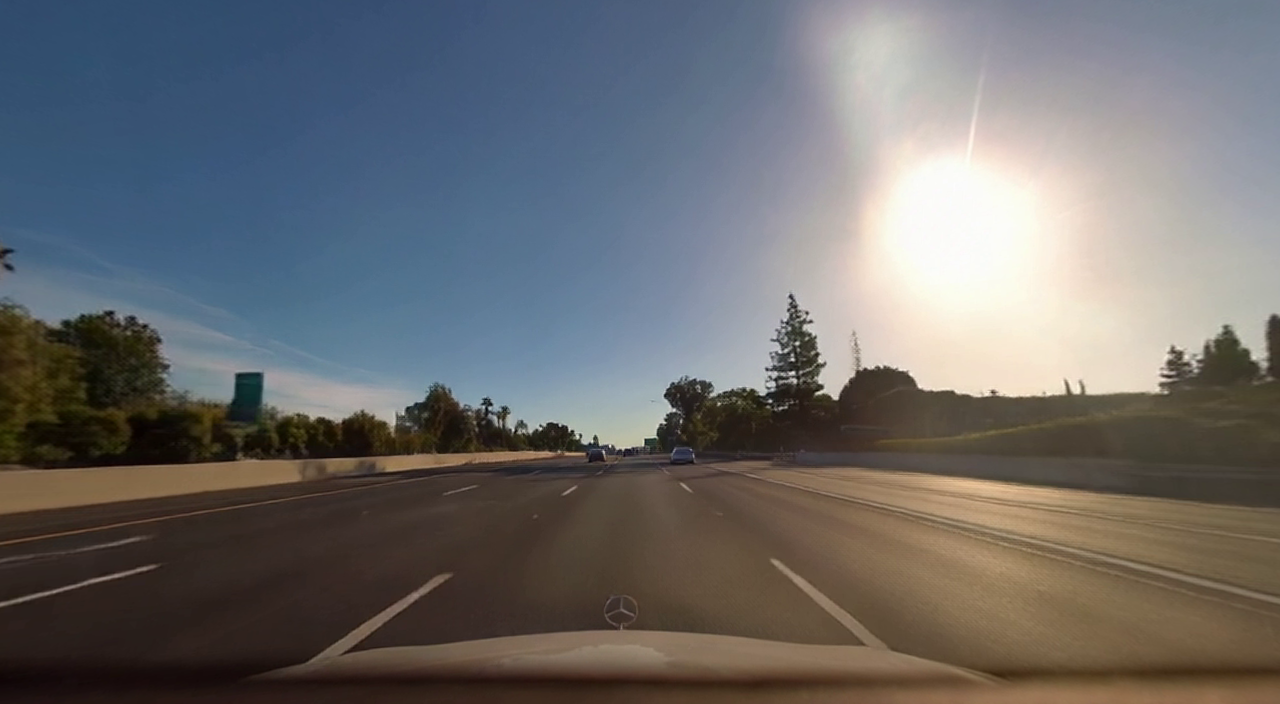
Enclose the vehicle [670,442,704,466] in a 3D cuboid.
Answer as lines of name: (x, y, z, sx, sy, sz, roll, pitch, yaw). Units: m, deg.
vehicle: (3.411, 7.553, 46.975, 2.130, 1.677, 4.317, 0, -9, -1)
